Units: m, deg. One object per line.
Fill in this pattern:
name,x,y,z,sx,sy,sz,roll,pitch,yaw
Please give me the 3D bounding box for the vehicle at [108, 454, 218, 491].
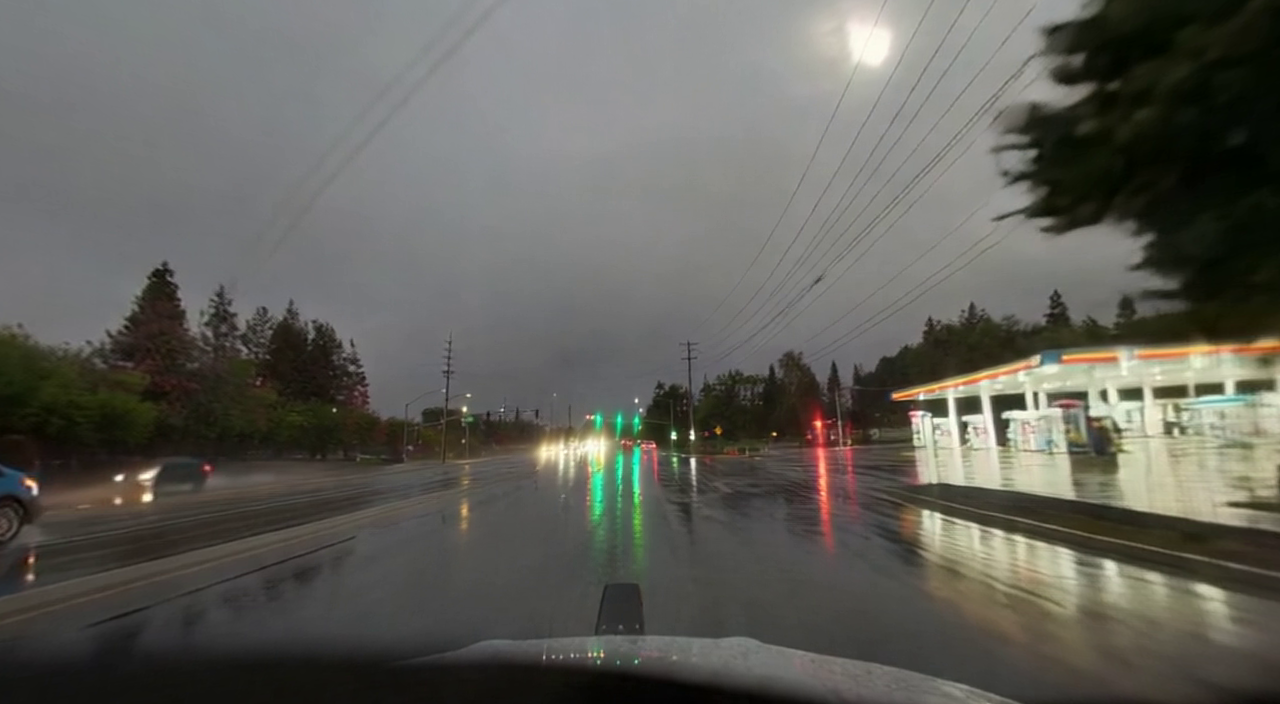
vehicle,-24.563,6.178,32.777,2.210,1.716,4.539,0,-9,-1
